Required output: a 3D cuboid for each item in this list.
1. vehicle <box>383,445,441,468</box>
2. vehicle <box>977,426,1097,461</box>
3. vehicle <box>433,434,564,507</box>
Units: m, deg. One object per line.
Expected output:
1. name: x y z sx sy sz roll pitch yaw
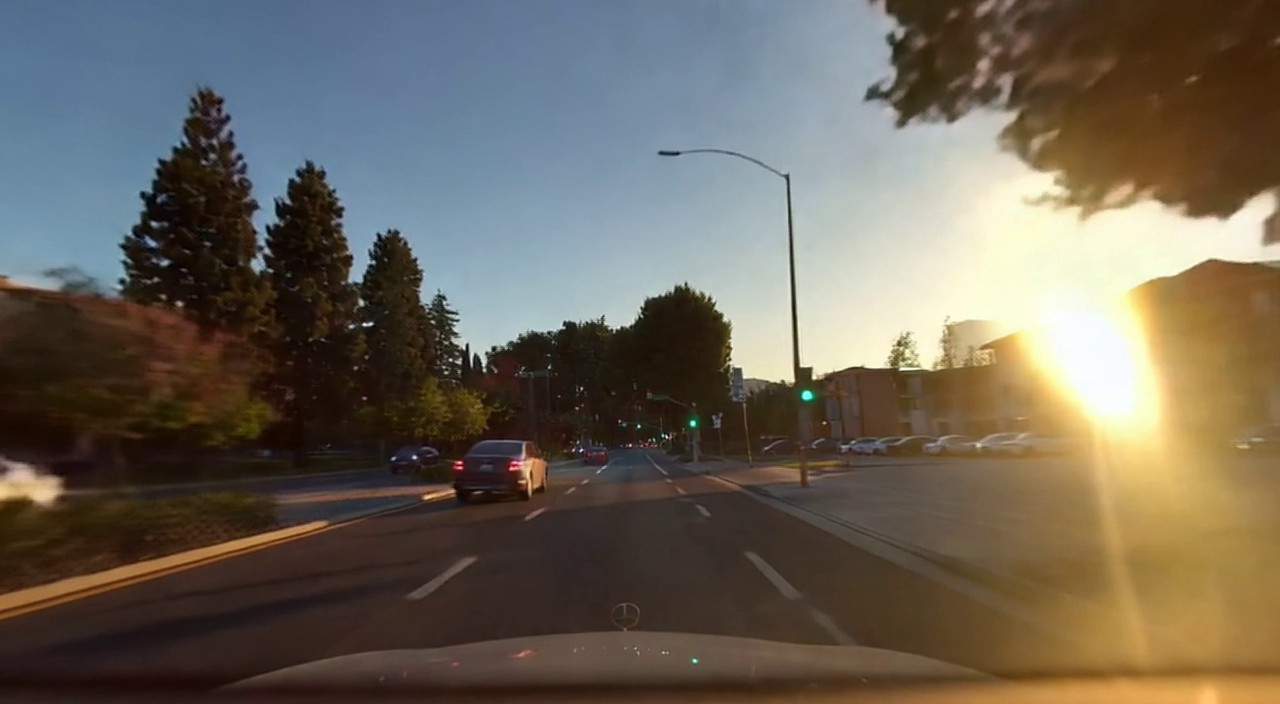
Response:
1. vehicle: -14.759 6.762 41.187 2.114 1.429 4.532 0 -8 -1
2. vehicle: 19.312 4.482 30.856 4.465 1.587 2.178 0 -11 -7
3. vehicle: -3.219 2.813 15.538 2.011 1.498 4.914 0 -8 1
